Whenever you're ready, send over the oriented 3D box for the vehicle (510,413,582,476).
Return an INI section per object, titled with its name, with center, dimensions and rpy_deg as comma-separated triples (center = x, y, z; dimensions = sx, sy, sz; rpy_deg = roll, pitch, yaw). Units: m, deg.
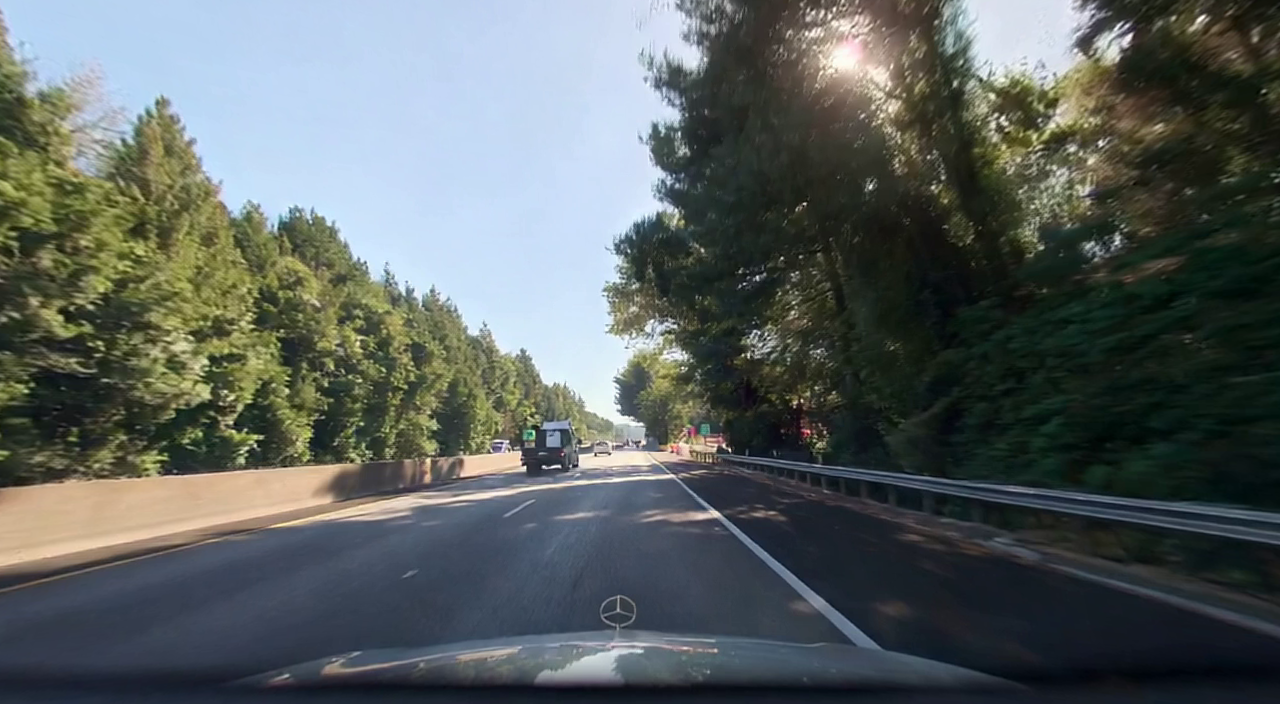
[vehicle]
center = -4.252, 4.366, 29.744
dimensions = 2.484, 2.625, 5.907
rpy_deg = 0, -8, 0
